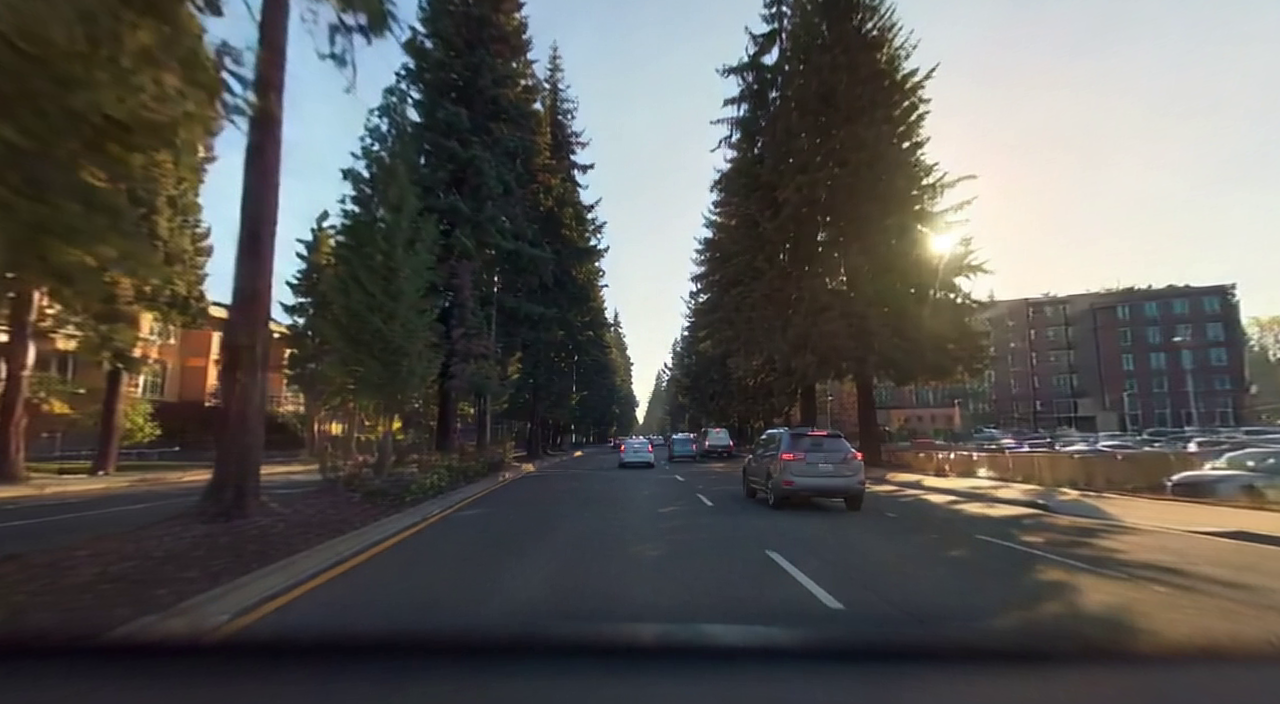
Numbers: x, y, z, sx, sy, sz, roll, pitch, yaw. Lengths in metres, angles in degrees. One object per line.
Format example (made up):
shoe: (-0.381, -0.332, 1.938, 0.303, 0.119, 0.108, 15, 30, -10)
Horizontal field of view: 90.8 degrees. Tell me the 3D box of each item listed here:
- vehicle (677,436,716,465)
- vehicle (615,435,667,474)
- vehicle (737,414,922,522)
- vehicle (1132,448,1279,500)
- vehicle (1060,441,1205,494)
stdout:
vehicle: (3.506, 6.205, 39.778, 1.976, 1.725, 4.159, 0, -9, -1)
vehicle: (-0.005, 4.493, 27.777, 2.145, 1.572, 4.021, 0, -9, -1)
vehicle: (3.571, 2.328, 13.143, 2.235, 1.806, 4.818, 0, -9, -1)
vehicle: (17.468, 3.706, 19.524, 3.922, 1.444, 1.834, 4, -10, -25)
vehicle: (17.420, 4.070, 22.368, 4.369, 1.689, 2.230, 5, -11, -26)
